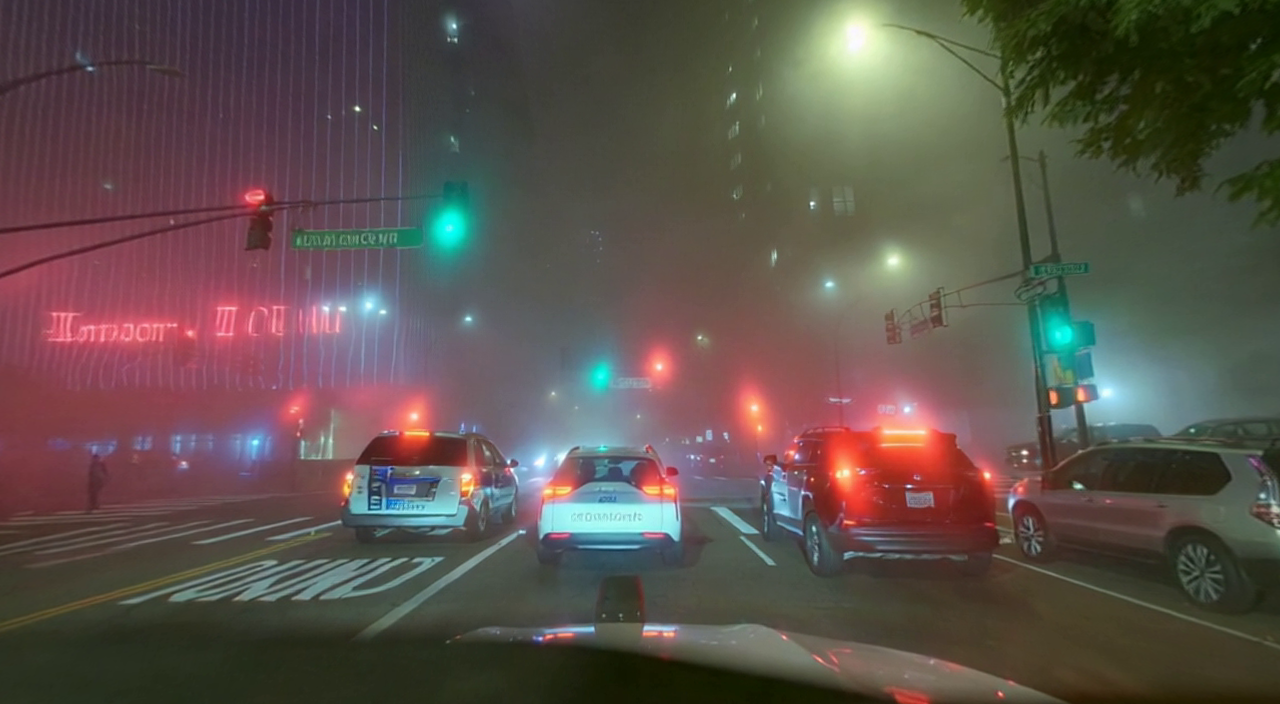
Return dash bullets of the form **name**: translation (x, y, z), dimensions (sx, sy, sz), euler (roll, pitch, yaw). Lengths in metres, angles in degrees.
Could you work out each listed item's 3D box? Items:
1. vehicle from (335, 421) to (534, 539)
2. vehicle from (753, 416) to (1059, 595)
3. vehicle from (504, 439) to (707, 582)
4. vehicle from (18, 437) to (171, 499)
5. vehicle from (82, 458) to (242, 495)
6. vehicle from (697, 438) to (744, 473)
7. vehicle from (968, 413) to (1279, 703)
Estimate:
- **vehicle**: translation (-3.693, 2.416, 12.688), dimensions (2.190, 1.840, 5.272), euler (0, -8, 0)
- **vehicle**: translation (3.038, 1.853, 8.632), dimensions (2.072, 1.735, 4.759), euler (0, -8, 0)
- **vehicle**: translation (-0.387, 1.945, 8.665), dimensions (2.092, 1.454, 4.132), euler (0, -8, -1)
- **vehicle**: translation (-30.882, 6.521, 35.945), dimensions (5.896, 3.276, 2.809), euler (1, -8, 0)
- **vehicle**: translation (-20.127, 5.231, 26.758), dimensions (5.153, 1.449, 1.966), euler (0, -8, 1)
- **vehicle**: translation (5.652, 7.336, 45.045), dimensions (2.420, 2.300, 5.313), euler (0, -8, -3)
- **vehicle**: translation (2.744, 0.811, 1.127), dimensions (1.902, 1.454, 4.540), euler (0, -8, 0)
